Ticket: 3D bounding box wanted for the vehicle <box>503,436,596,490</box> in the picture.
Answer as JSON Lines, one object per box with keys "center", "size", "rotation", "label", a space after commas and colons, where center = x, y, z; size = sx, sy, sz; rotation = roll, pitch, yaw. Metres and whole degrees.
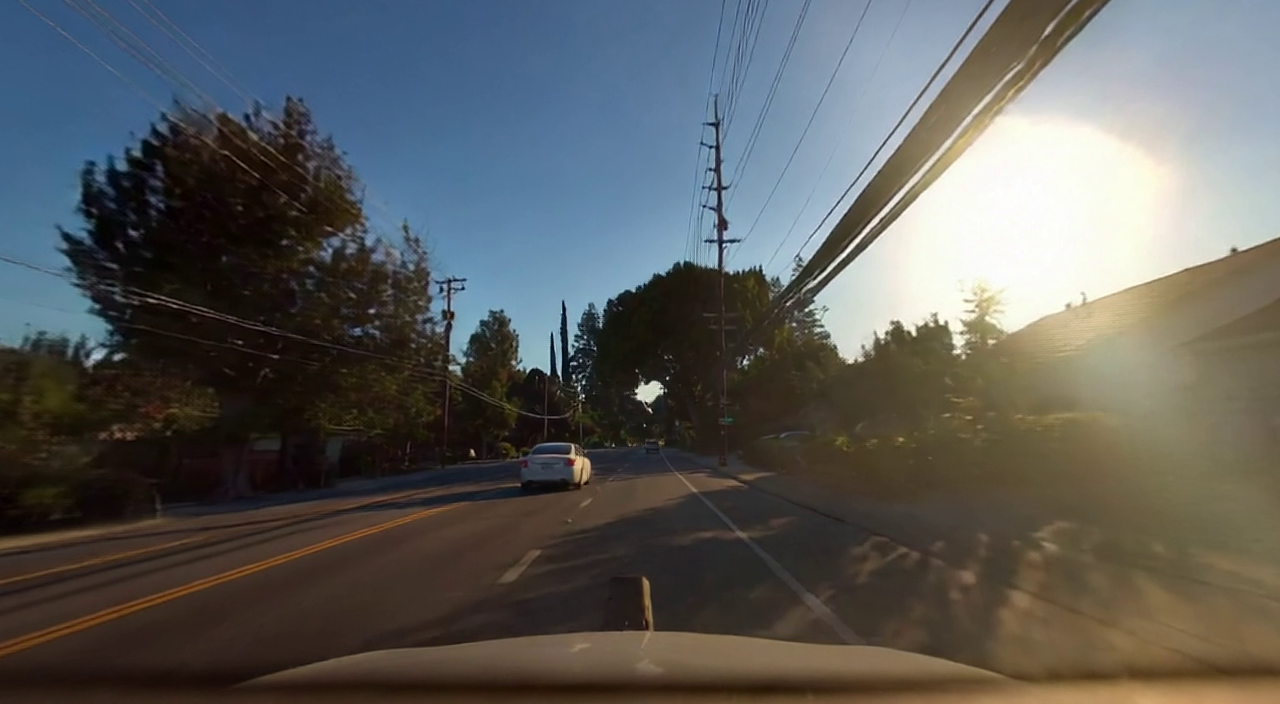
{"center": [-2.738, 3.512, 20.350], "size": [2.085, 1.512, 5.023], "rotation": [-1, -8, 2], "label": "vehicle"}
